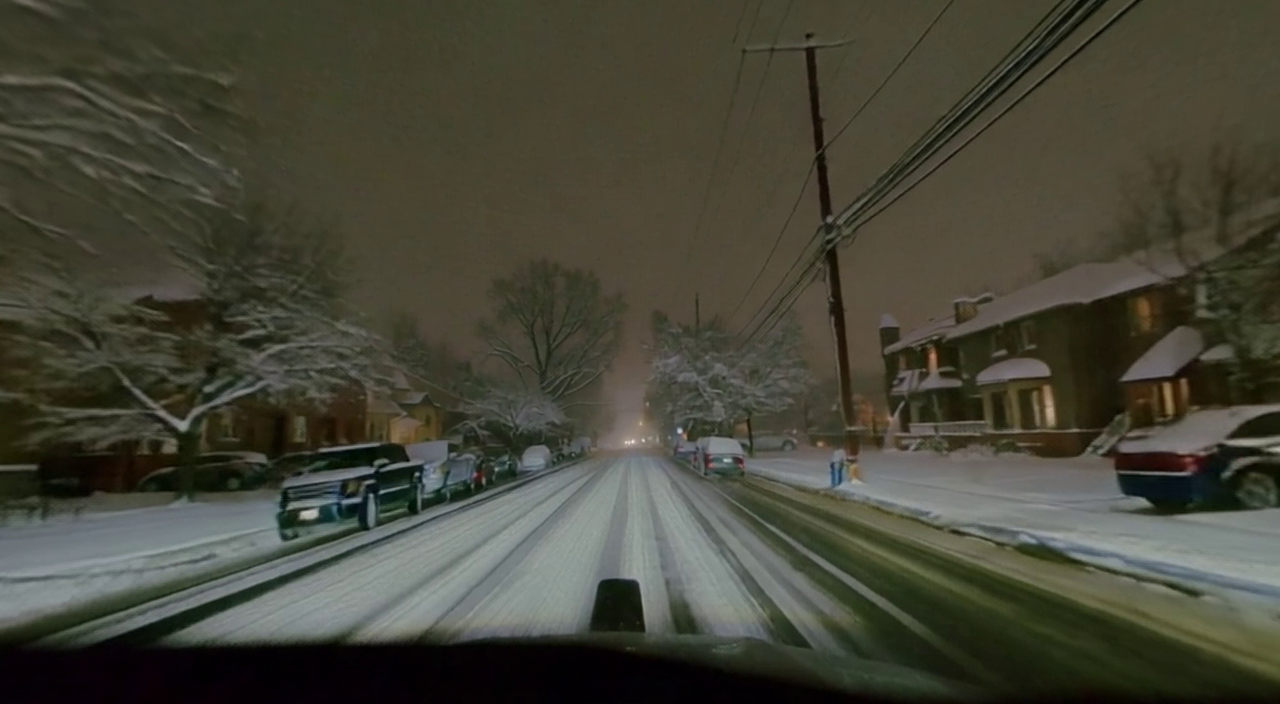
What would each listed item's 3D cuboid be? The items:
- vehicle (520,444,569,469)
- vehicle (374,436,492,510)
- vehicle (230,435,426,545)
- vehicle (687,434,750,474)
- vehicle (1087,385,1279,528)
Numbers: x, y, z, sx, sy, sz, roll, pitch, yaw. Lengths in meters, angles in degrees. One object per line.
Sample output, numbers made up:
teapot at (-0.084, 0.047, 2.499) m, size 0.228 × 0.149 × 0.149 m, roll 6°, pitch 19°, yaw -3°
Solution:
vehicle at (-5.878, 6.556, 39.571) m, size 2.199 × 1.439 × 4.757 m, roll -1°, pitch -9°, yaw 2°
vehicle at (-5.894, 3.448, 18.542) m, size 1.989 × 1.756 × 4.378 m, roll -4°, pitch -8°, yaw 0°
vehicle at (-6.057, 2.629, 12.885) m, size 2.035 × 1.736 × 3.955 m, roll -3°, pitch -7°, yaw -1°
vehicle at (3.568, 4.718, 29.594) m, size 2.247 × 1.618 × 4.655 m, roll 2°, pitch -8°, yaw -1°
vehicle at (9.927, 1.428, 9.674) m, size 4.559 × 1.843 × 2.081 m, roll -3°, pitch -6°, yaw -3°
